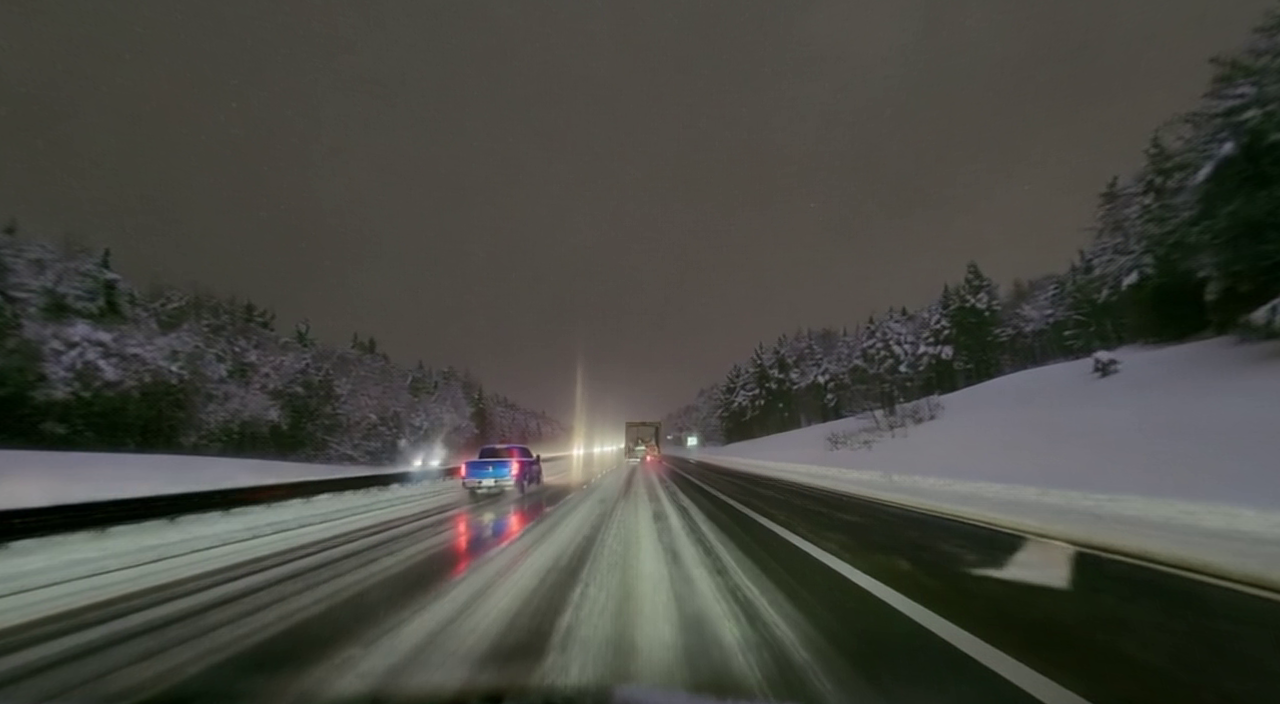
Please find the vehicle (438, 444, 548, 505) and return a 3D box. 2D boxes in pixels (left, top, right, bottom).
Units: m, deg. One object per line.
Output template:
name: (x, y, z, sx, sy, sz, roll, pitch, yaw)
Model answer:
vehicle: (-3.859, 3.297, 17.365, 1.955, 1.438, 4.100, -1, -9, 1)
